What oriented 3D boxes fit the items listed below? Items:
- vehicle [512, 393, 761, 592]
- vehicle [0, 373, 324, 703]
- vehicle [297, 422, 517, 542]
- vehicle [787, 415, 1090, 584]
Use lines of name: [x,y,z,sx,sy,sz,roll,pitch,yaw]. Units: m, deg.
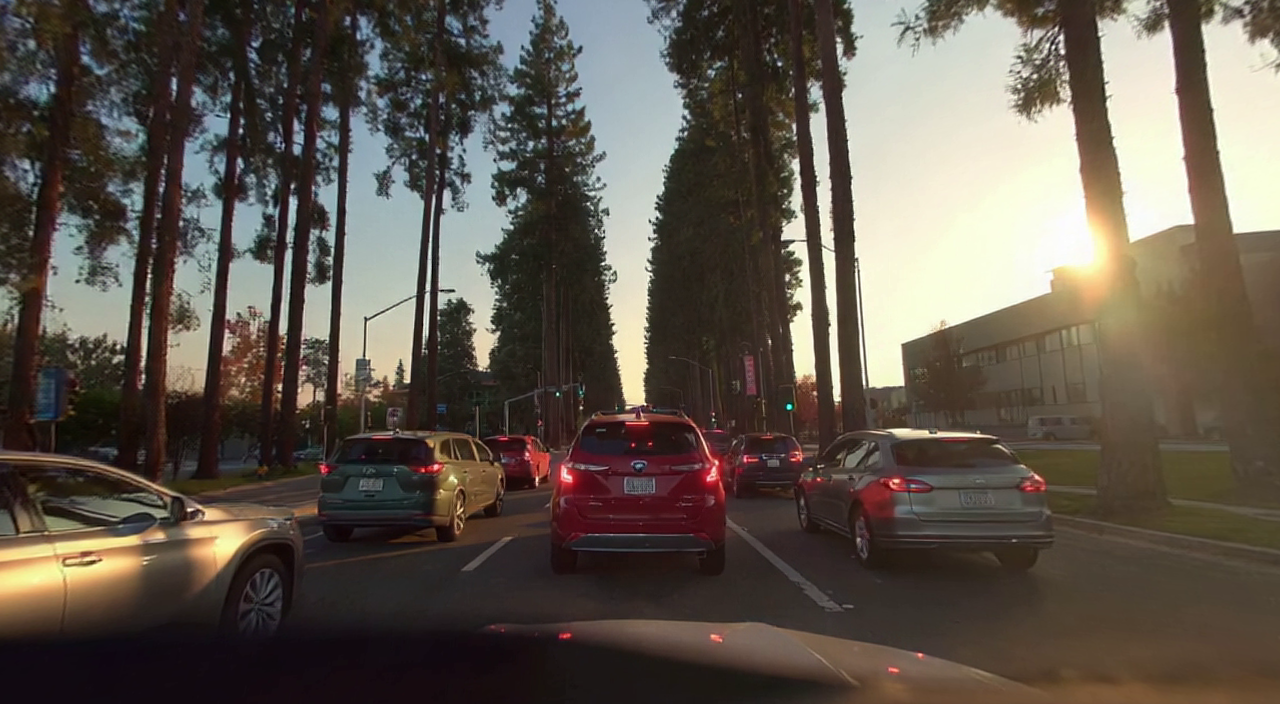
vehicle: [-0.003,1.534,7.658,2.193,1.744,4.033,0,-8,1]
vehicle: [-3.779,0.996,3.301,1.929,1.641,4.193,0,-8,2]
vehicle: [-3.646,2.112,10.894,2.042,1.641,4.314,0,-8,1]
vehicle: [3.265,1.670,7.861,1.922,1.579,3.642,0,-8,-1]
